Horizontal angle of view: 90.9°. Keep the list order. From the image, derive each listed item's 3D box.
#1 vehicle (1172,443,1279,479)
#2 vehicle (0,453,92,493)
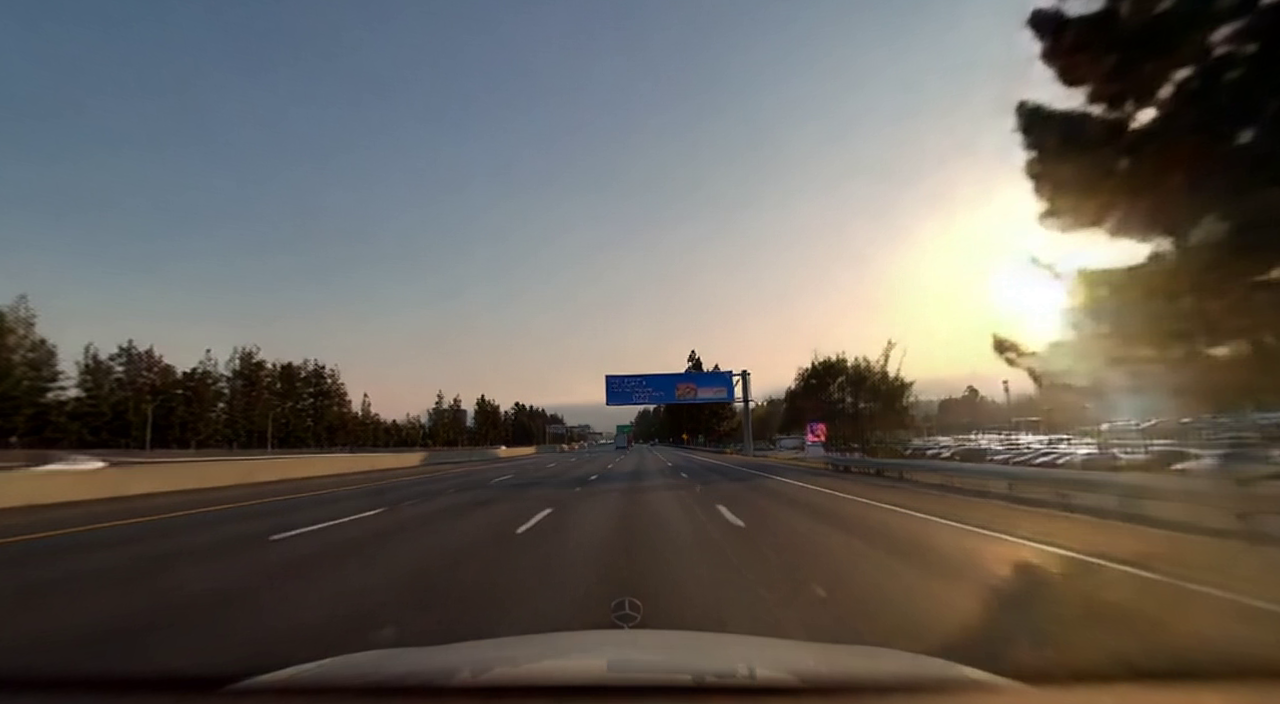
[{"bbox_3d":[35.942,6.561,38.130,5.313,1.880,2.243,-3,-8,0],"label":"vehicle"},{"bbox_3d":[-24.977,4.824,25.440,1.832,1.443,4.289,0,-8,1],"label":"vehicle"}]
